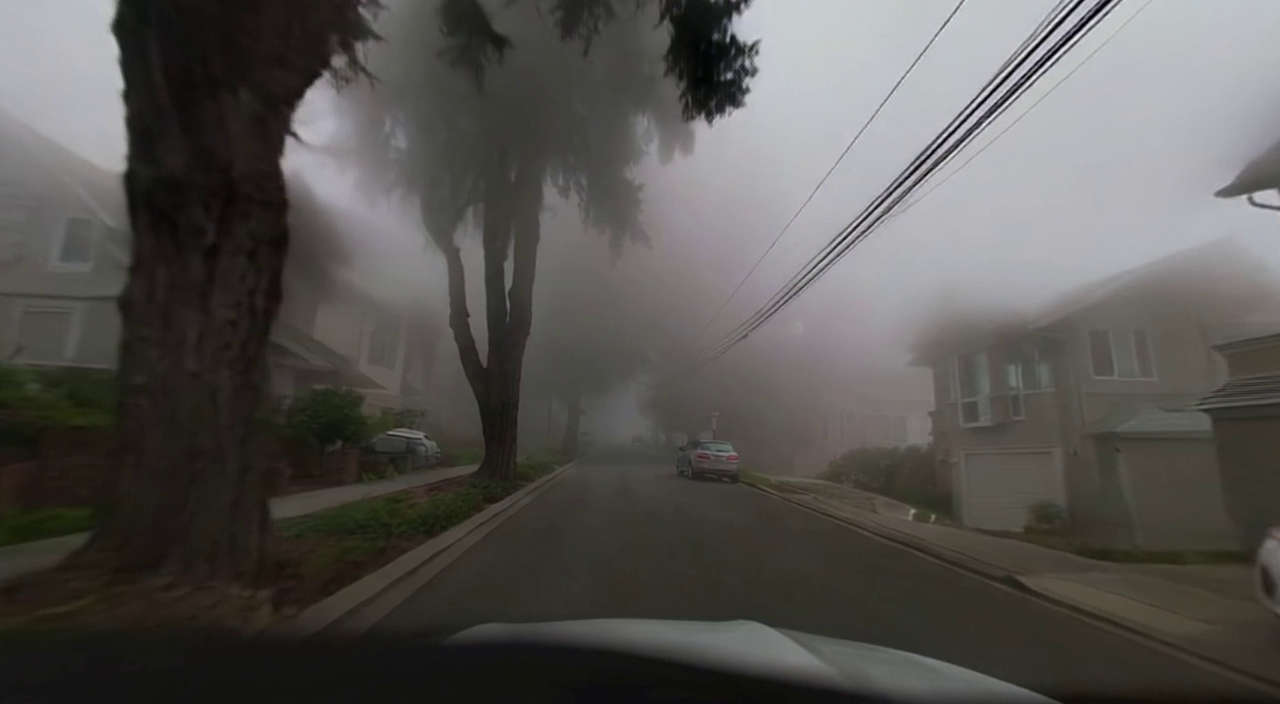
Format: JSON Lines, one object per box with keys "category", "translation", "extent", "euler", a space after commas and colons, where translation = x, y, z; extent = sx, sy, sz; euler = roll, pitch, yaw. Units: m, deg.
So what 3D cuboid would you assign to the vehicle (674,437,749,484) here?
{"category": "vehicle", "translation": [2.422, 3.792, 22.421], "extent": [1.955, 1.498, 4.046], "euler": [0, -8, -4]}
